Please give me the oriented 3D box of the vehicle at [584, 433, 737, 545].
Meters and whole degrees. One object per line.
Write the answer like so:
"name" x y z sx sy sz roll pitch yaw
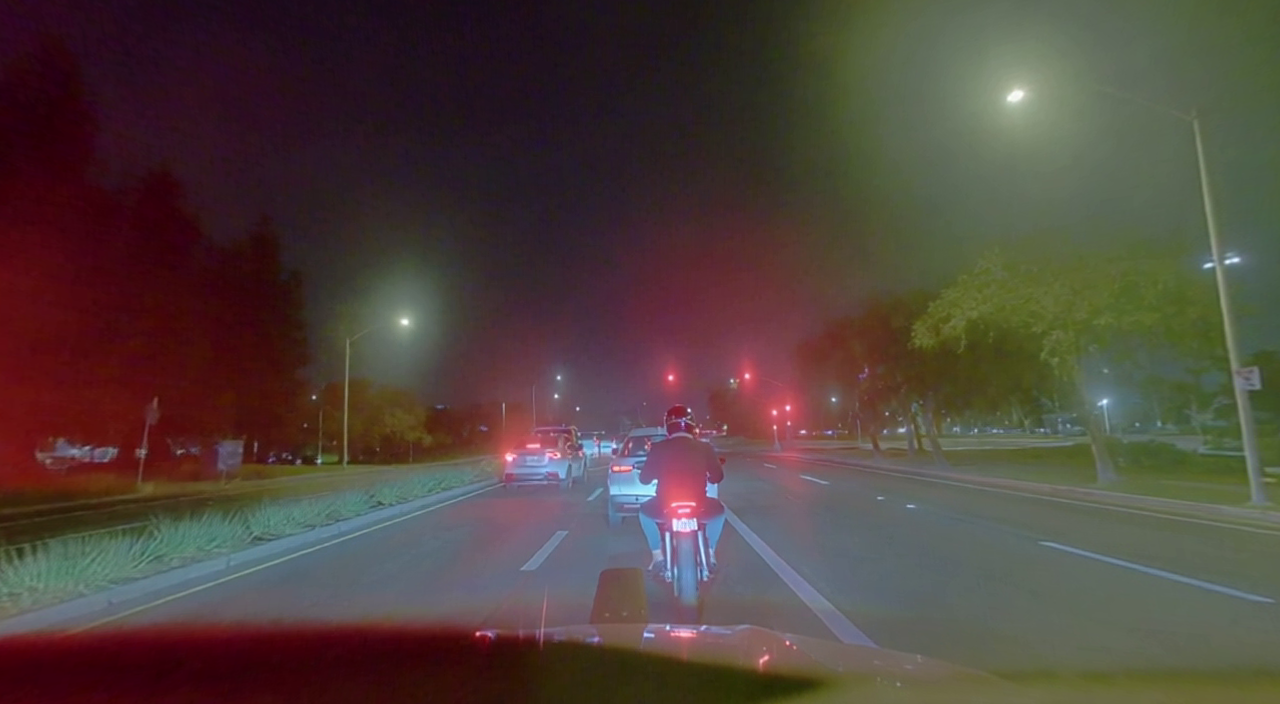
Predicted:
"vehicle" 0.332 2.146 10.676 2.009 1.450 4.608 -1 -8 2

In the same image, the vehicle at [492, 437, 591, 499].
"vehicle" -2.563 3.114 17.370 1.979 1.499 3.840 -1 -8 2
